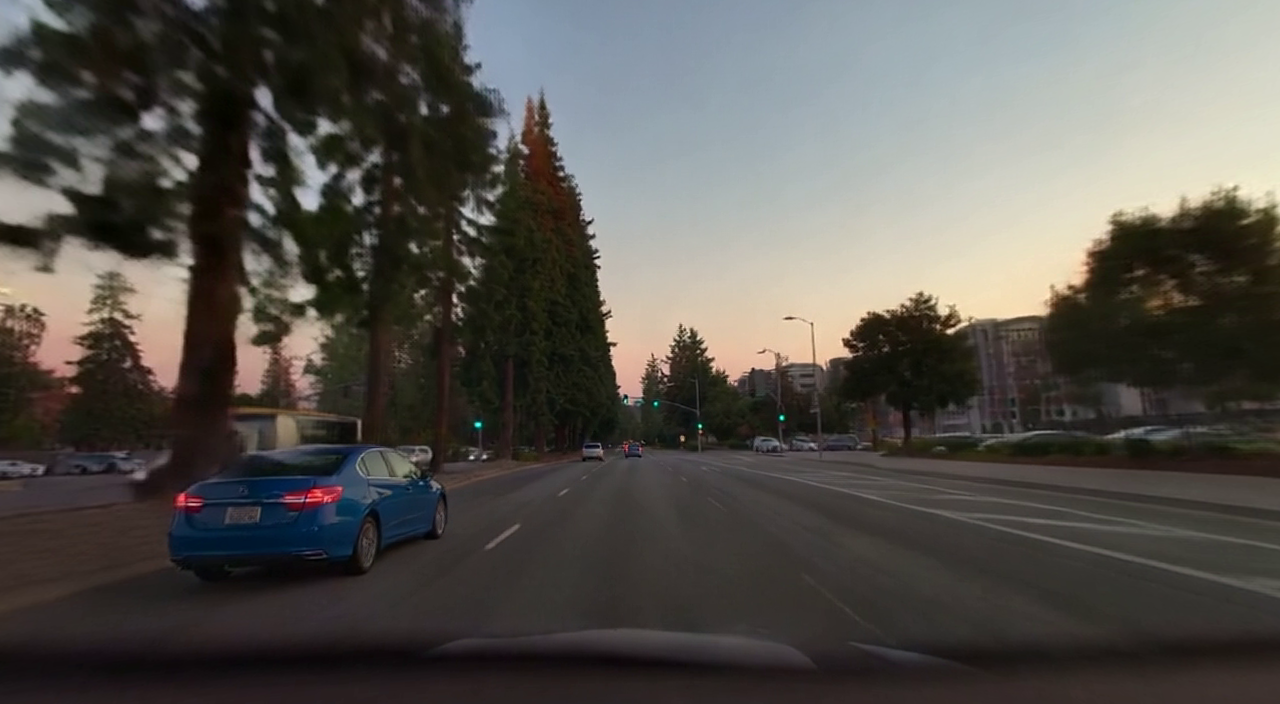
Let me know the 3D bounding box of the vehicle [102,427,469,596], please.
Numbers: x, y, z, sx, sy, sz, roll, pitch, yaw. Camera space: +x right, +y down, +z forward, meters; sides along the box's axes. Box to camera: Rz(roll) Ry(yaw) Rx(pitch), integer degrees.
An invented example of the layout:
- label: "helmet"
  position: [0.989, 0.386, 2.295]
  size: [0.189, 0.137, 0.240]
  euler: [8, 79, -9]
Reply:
- label: "vehicle"
  position: [-3.624, 1.691, 7.638]
  size: [1.905, 1.418, 4.396]
  euler: [0, -9, 0]

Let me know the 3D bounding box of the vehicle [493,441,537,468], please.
- label: "vehicle"
  position: [-7.851, 6.466, 39.986]
  size: [1.964, 1.627, 4.147]
  euler: [0, -9, 0]

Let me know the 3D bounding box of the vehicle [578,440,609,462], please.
- label: "vehicle"
  position: [-3.581, 7.714, 49.238]
  size: [2.103, 1.592, 4.160]
  euler: [0, -9, 0]
